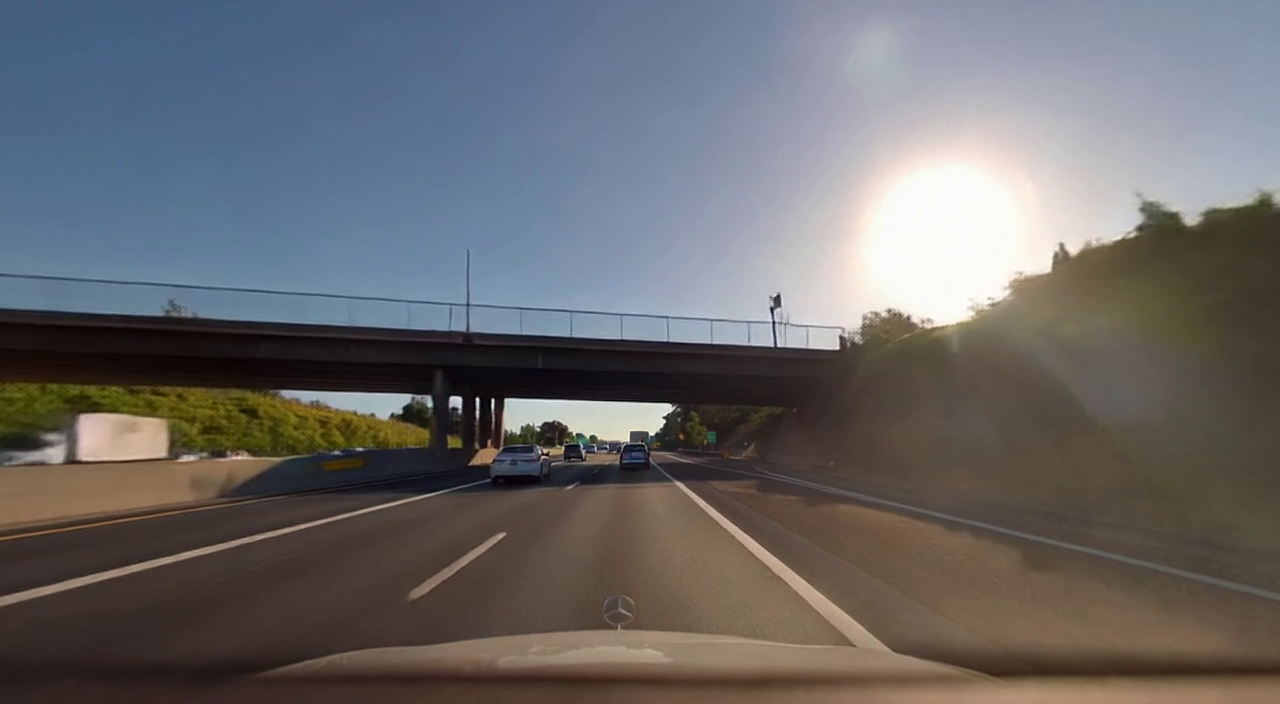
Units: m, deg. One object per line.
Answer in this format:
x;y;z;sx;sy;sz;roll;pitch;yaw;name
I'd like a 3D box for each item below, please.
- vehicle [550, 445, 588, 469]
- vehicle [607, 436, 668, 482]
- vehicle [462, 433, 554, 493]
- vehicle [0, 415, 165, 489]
-4.689;7.030;42.402;2.084;1.528;4.094;0;-8;0;vehicle
-0.118;4.470;26.642;2.378;1.750;4.355;0;-8;-1;vehicle
-4.174;3.589;20.782;2.044;1.717;4.421;0;-8;0;vehicle
-21.114;3.673;23.492;2.586;2.392;5.504;0;-8;-1;vehicle
